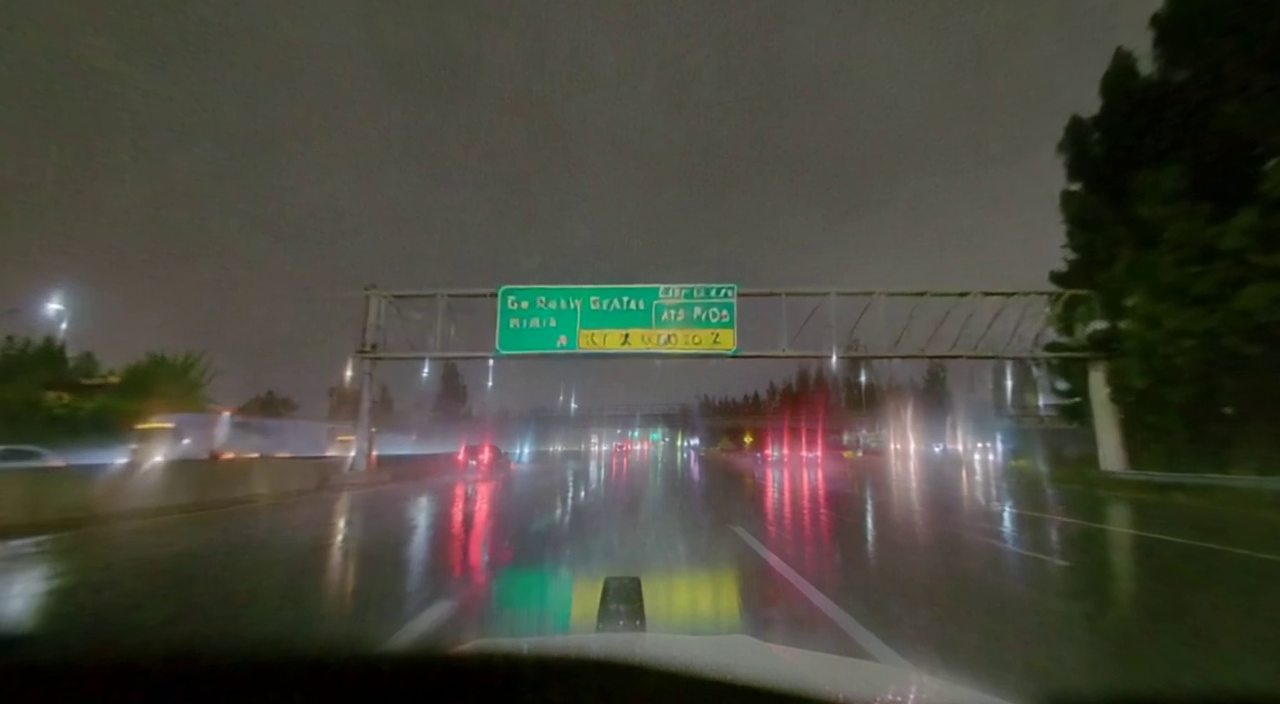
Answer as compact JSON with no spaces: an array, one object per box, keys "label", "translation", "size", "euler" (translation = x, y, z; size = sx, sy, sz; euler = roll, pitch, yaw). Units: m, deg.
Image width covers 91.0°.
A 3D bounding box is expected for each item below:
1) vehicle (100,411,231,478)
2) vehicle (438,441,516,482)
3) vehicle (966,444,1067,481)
[{"label":"vehicle","translation":[-31.749,6.260,42.620],"size":[3.220,4.166,6.903],"euler":[0,-9,1]},{"label":"vehicle","translation":[-6.481,4.408,25.593],"size":[1.985,1.513,4.172],"euler":[0,-9,1]},{"label":"vehicle","translation":[17.732,5.198,29.966],"size":[2.012,1.601,4.565],"euler":[0,-8,0]}]
